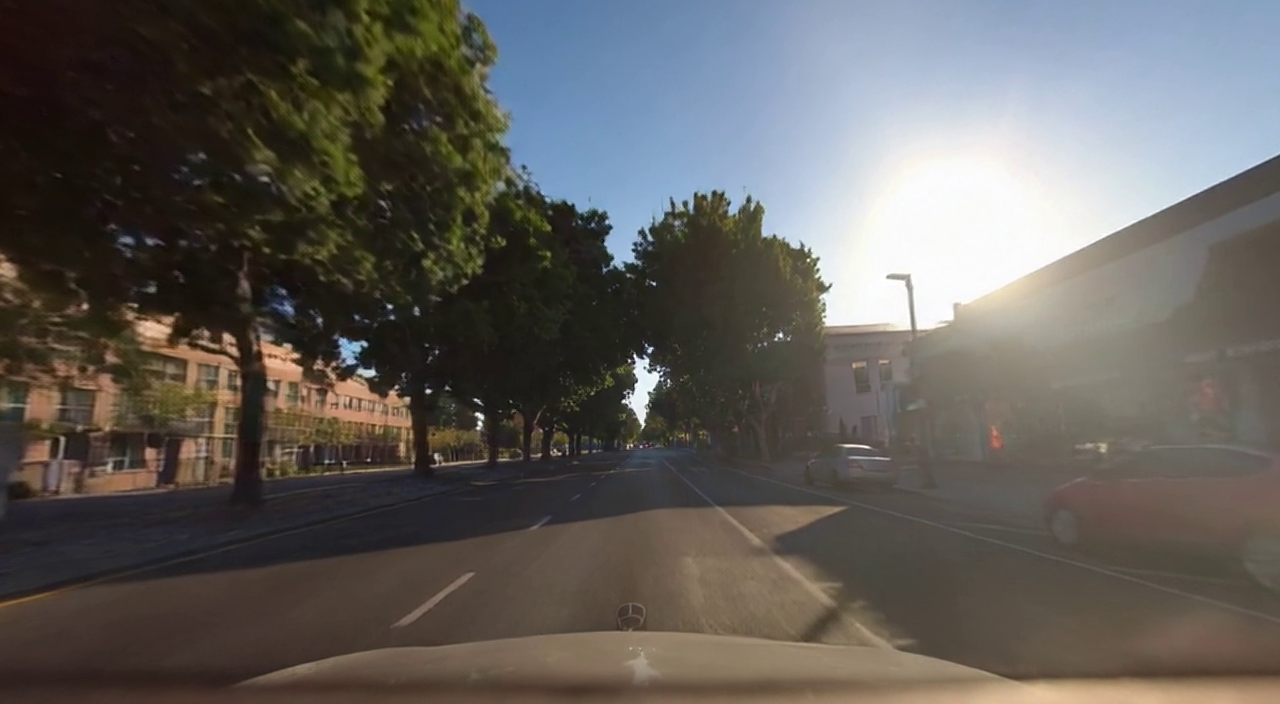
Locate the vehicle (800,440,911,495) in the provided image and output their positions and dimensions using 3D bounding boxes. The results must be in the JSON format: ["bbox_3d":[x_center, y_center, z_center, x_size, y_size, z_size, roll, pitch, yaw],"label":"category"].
[{"bbox_3d":[6.695,3.606,20.173,1.923,1.498,4.676,0,-8,0],"label":"vehicle"}]

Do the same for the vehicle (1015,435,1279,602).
[{"bbox_3d":[6.684,1.663,6.833,2.119,1.458,4.965,1,-8,-1],"label":"vehicle"}]
